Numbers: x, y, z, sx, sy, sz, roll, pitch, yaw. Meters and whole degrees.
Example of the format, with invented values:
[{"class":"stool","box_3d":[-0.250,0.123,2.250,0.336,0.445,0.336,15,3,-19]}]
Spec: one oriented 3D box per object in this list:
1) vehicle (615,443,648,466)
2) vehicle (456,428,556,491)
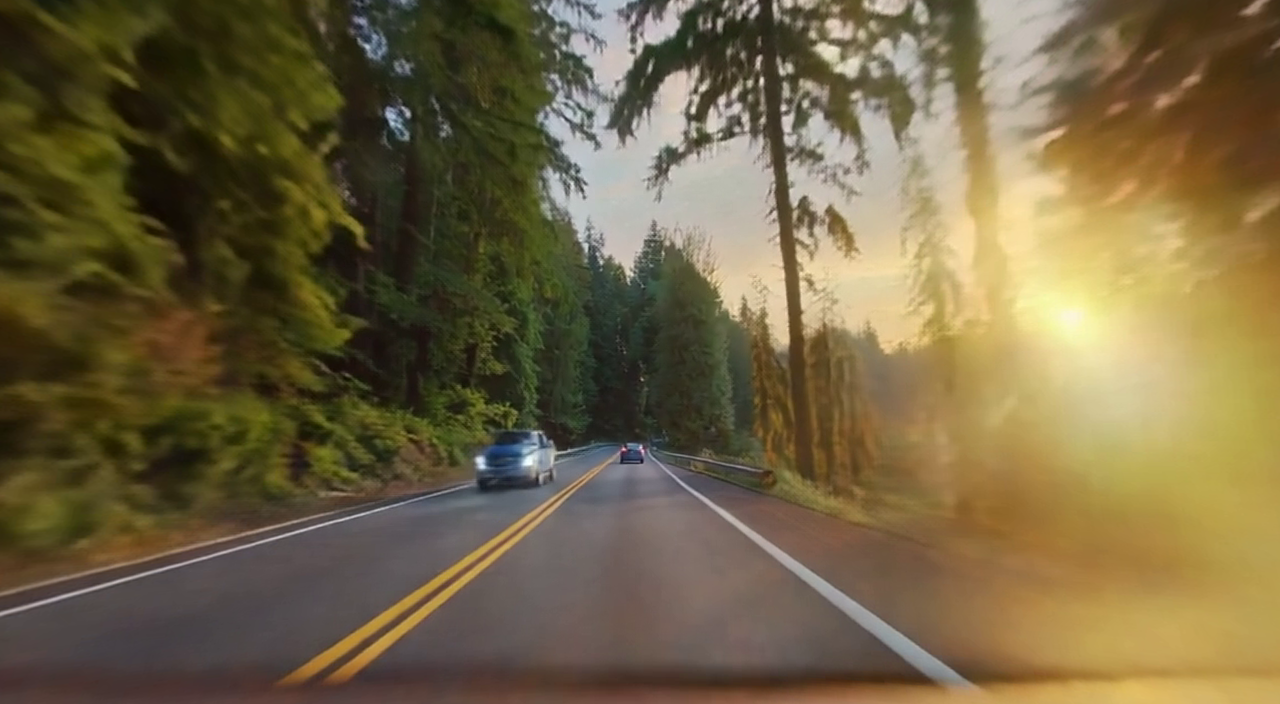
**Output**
[{"class":"vehicle","box_3d":[-0.593,7.001,43.308,2.120,1.491,4.349,0,-9,-1]},{"class":"vehicle","box_3d":[-4.364,3.614,21.571,2.223,1.836,5.392,-1,-9,0]}]
